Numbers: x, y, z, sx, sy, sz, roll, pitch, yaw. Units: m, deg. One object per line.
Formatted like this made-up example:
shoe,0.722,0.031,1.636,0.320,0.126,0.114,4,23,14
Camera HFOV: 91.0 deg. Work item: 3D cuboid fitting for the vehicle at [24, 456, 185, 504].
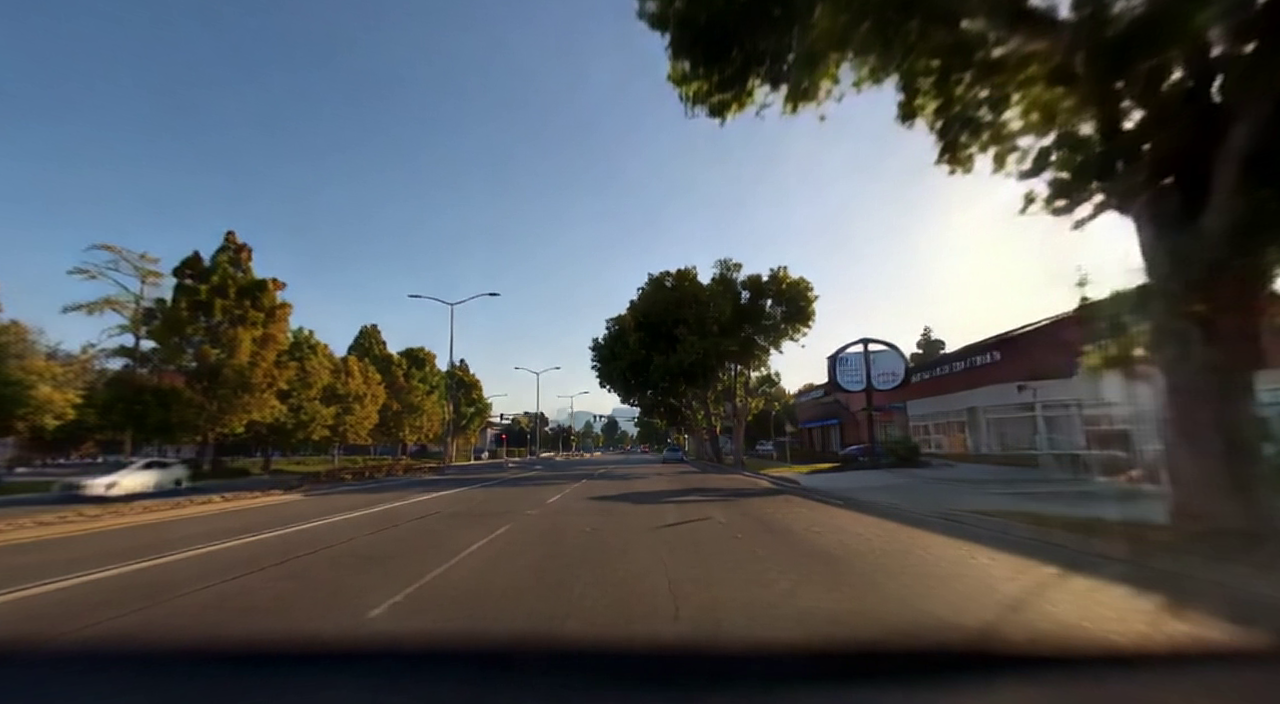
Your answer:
vehicle,-19.738,4.704,23.569,1.884,1.479,4.740,0,-9,0
